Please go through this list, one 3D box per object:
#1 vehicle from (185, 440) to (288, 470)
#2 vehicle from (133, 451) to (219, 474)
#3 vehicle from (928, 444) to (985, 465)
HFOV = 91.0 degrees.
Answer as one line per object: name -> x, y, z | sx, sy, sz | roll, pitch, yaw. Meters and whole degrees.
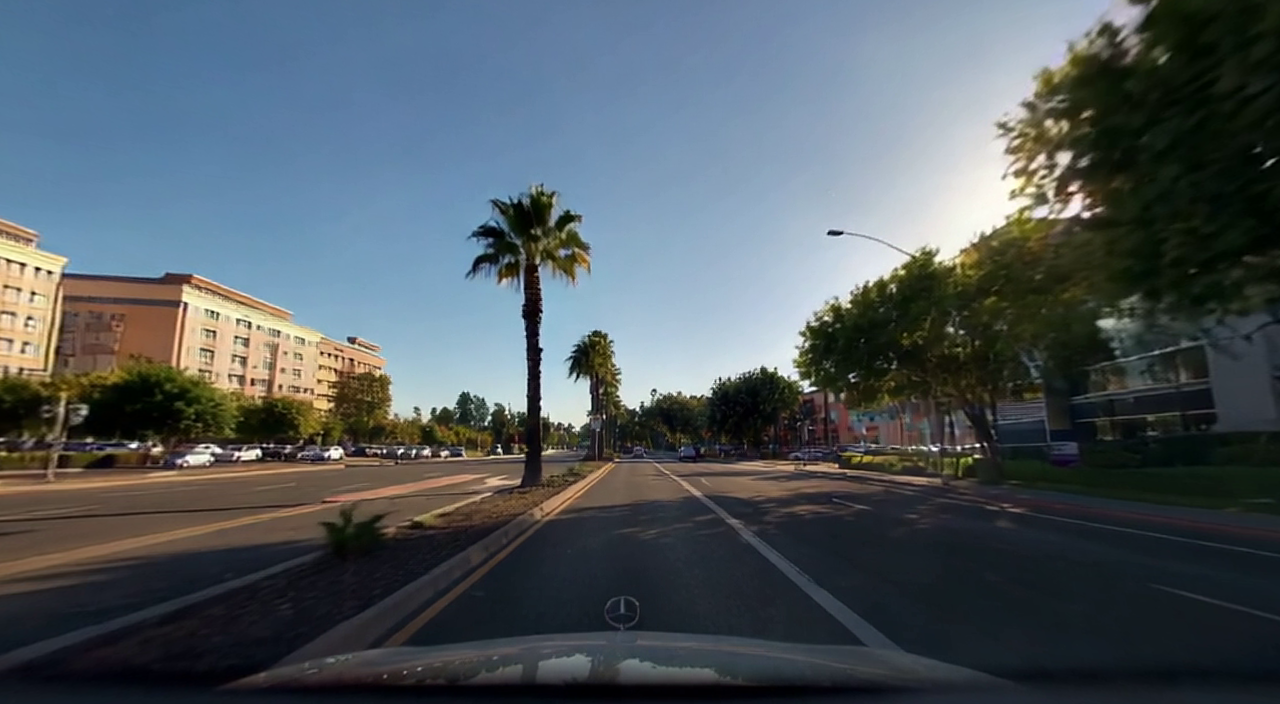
vehicle -> -31.880, 8.129, 49.865 | 6.216, 2.077, 2.806 | 2, -8, 2
vehicle -> -31.185, 7.413, 42.397 | 4.223, 1.444, 1.814 | 0, -8, -3
vehicle -> 24.183, 7.869, 48.337 | 1.881, 1.509, 4.448 | 0, -8, -3
